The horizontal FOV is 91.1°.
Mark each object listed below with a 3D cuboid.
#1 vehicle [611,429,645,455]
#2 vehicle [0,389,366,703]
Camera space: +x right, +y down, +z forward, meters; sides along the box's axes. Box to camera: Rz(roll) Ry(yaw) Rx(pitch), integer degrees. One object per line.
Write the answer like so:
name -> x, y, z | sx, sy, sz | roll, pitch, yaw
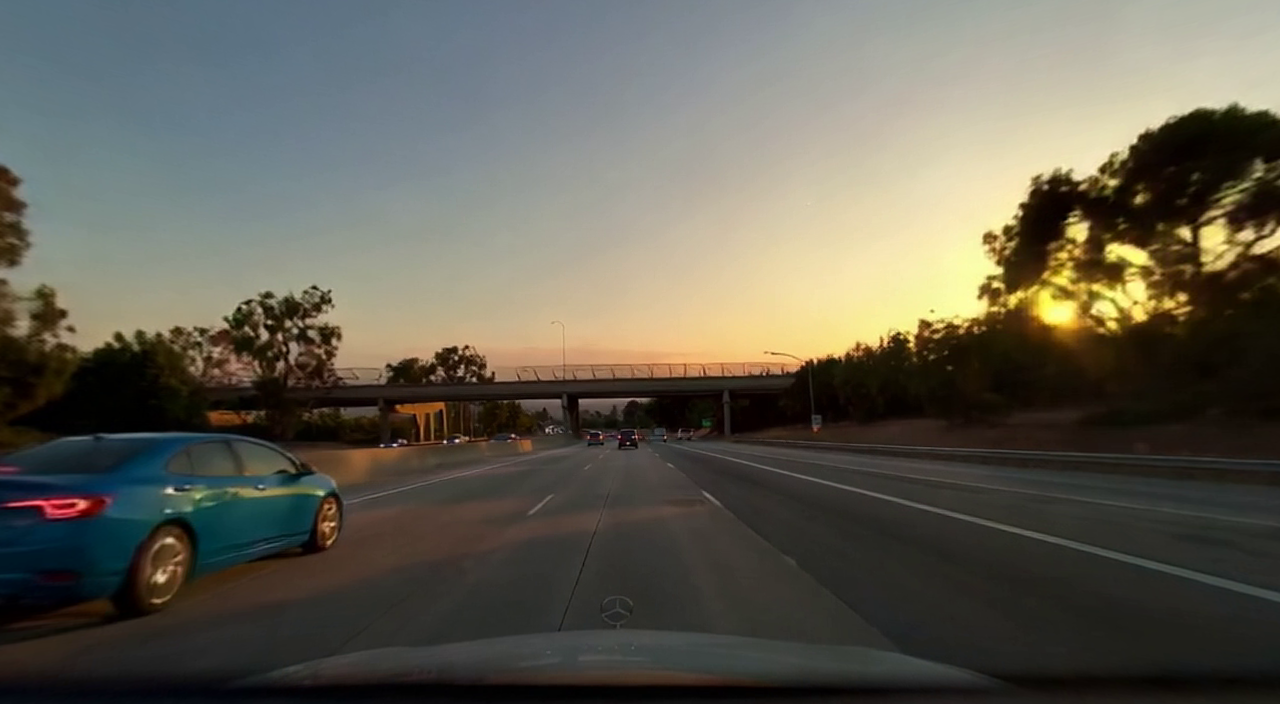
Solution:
vehicle -> -0.782, 5.948, 41.578 | 2.116, 1.625, 4.004 | 0, -8, -1
vehicle -> -4.137, 1.198, 4.869 | 2.017, 1.537, 4.496 | 0, -8, 0
